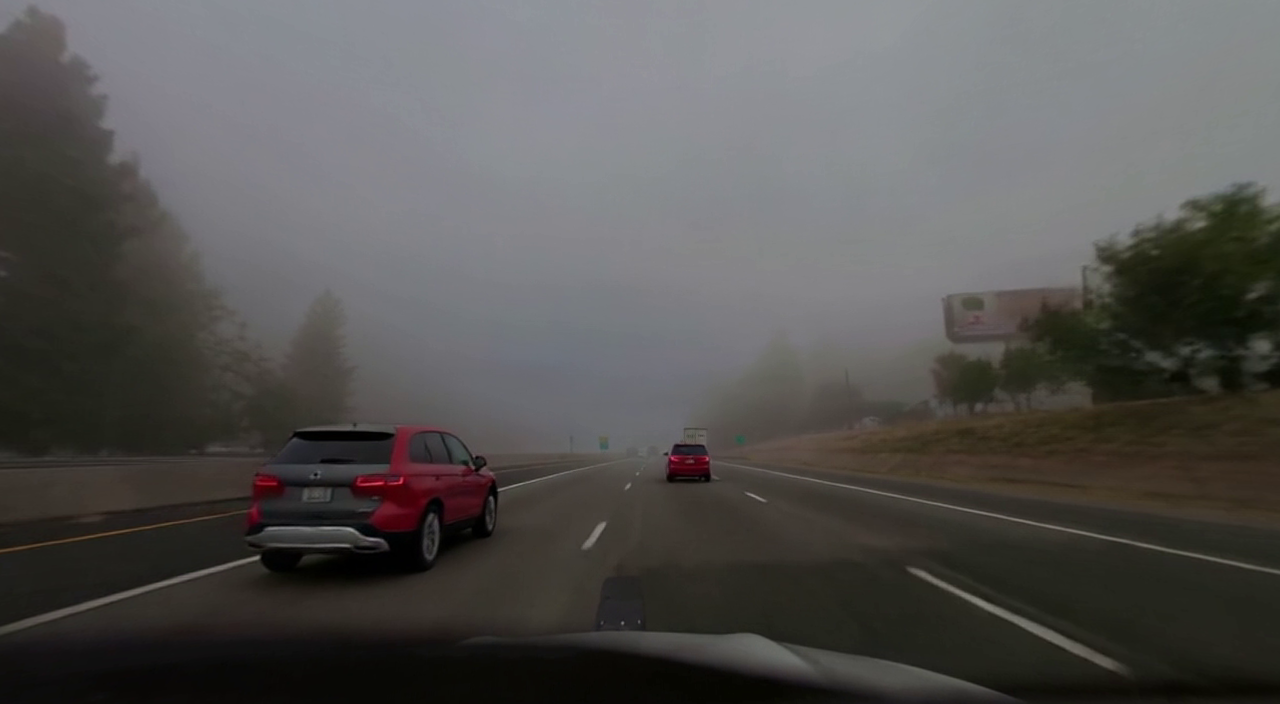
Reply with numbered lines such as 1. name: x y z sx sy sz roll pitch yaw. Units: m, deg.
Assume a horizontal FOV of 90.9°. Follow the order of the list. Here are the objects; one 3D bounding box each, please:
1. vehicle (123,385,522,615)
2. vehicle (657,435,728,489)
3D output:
1. vehicle: -2.953 1.522 7.360 2.139 1.804 4.611 0 -9 1
2. vehicle: 1.718 3.814 22.092 2.087 1.682 4.388 0 -9 0
